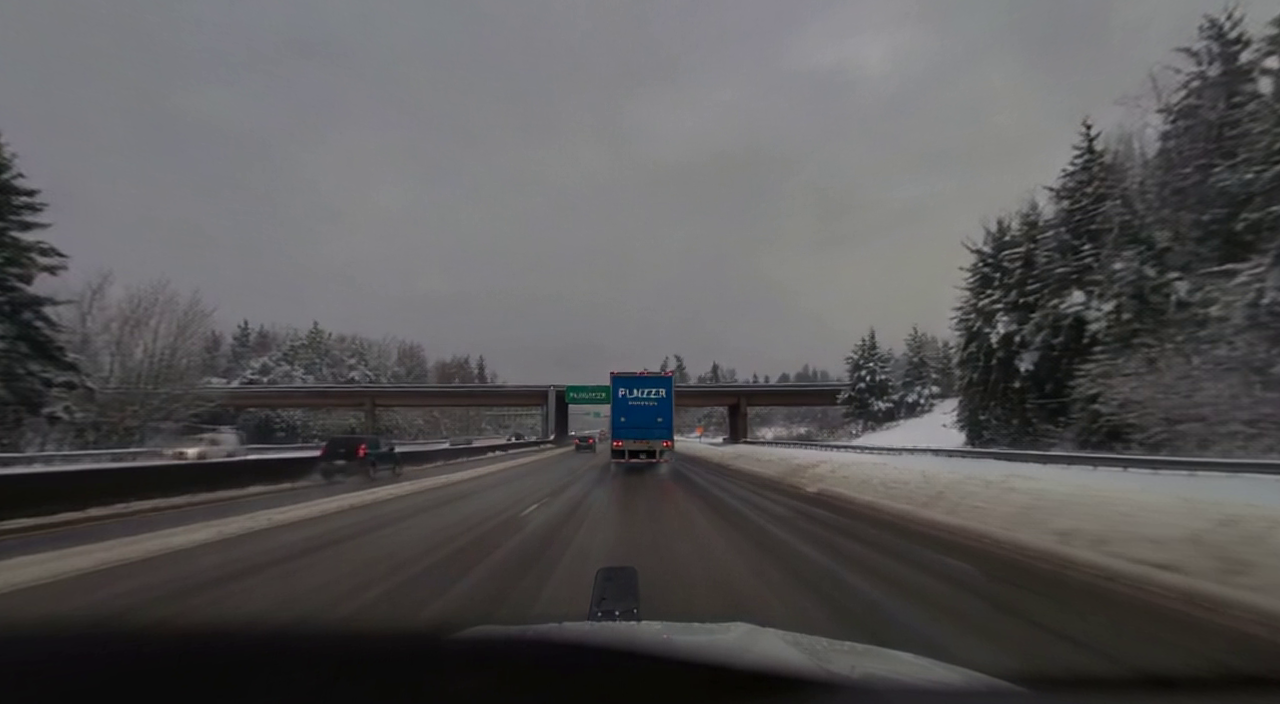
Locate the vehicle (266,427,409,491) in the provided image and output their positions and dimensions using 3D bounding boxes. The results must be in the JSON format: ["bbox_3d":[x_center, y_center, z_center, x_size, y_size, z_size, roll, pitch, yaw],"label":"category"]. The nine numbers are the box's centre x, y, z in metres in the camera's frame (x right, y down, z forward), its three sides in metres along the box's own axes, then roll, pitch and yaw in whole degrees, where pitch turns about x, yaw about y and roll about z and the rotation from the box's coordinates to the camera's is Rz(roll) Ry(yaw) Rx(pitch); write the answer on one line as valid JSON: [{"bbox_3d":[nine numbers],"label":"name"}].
[{"bbox_3d":[-8.230,2.937,17.629,2.041,1.566,3.986,0,-8,0],"label":"vehicle"}]

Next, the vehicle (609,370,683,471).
[{"bbox_3d":[0.093,3.505,30.845,2.926,3.959,11.818,0,-8,-1],"label":"vehicle"}]
